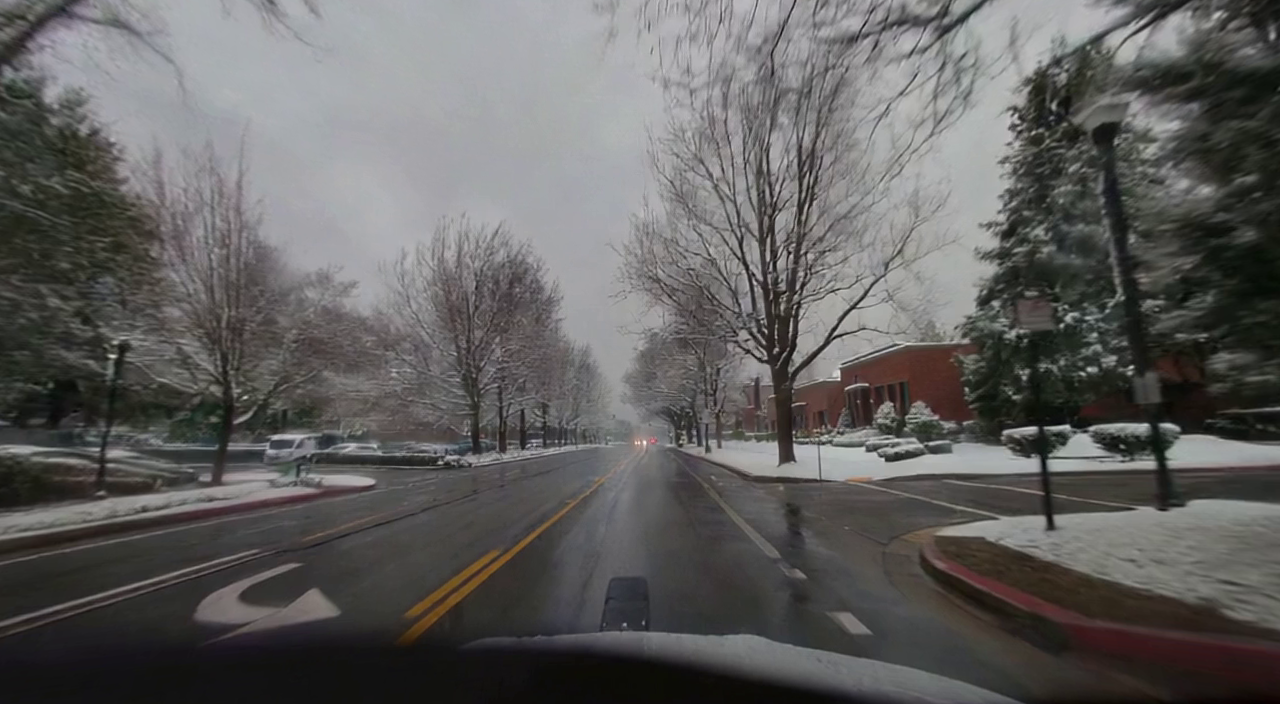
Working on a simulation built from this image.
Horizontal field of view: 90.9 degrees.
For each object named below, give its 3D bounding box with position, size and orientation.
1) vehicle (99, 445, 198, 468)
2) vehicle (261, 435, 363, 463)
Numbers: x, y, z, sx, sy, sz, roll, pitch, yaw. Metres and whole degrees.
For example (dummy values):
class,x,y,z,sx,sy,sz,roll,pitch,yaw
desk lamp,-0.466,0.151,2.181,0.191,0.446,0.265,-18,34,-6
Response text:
class,x,y,z,sx,sy,sz,roll,pitch,yaw
vehicle,-32.716,6.979,42.073,4.704,1.448,2.199,0,-8,-2
vehicle,-18.937,5.609,36.535,4.699,1.558,2.113,-1,-9,4
